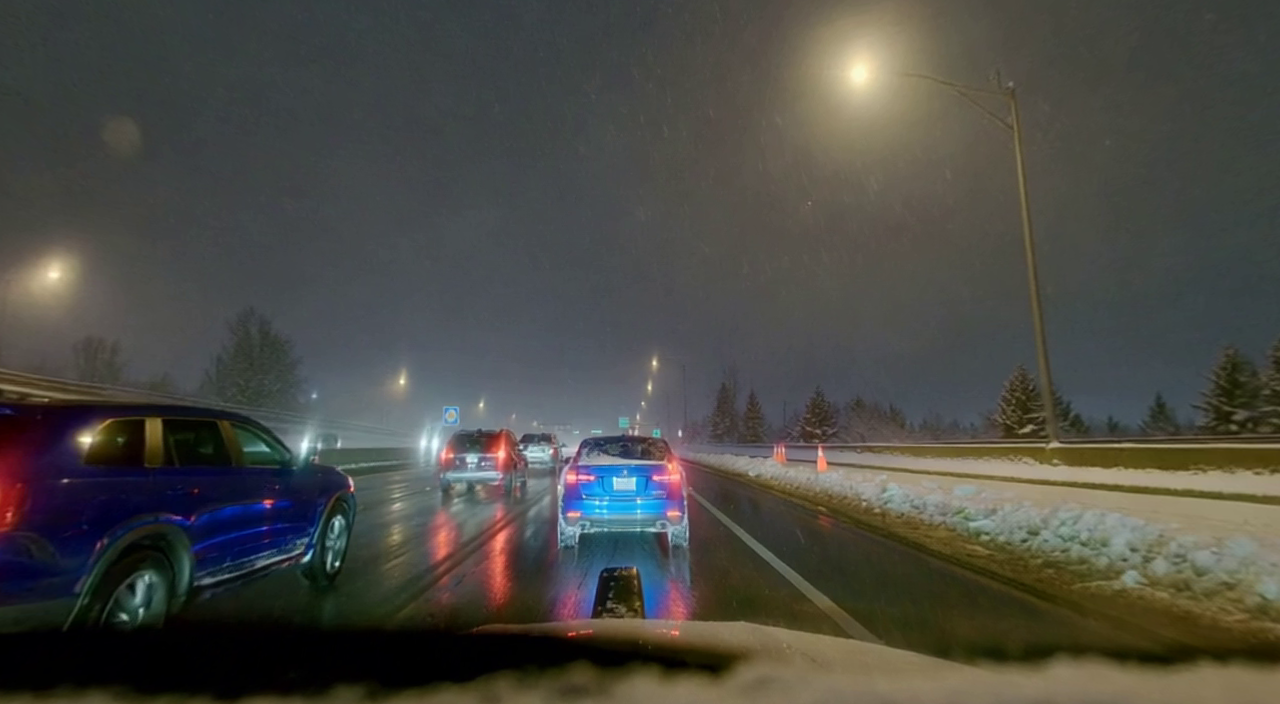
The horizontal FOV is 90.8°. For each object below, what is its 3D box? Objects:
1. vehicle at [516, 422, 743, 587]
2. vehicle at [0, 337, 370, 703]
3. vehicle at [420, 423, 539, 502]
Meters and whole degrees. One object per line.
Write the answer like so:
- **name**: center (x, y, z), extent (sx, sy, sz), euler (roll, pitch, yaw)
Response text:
- **vehicle**: center (-0.180, 1.687, 7.822), extent (2.069, 1.484, 3.982), euler (0, -9, -3)
- **vehicle**: center (-3.615, 1.026, 4.028), extent (2.025, 1.708, 4.089), euler (0, -9, -1)
- **vehicle**: center (-3.912, 2.773, 16.190), extent (1.982, 1.727, 4.057), euler (0, -9, -1)
